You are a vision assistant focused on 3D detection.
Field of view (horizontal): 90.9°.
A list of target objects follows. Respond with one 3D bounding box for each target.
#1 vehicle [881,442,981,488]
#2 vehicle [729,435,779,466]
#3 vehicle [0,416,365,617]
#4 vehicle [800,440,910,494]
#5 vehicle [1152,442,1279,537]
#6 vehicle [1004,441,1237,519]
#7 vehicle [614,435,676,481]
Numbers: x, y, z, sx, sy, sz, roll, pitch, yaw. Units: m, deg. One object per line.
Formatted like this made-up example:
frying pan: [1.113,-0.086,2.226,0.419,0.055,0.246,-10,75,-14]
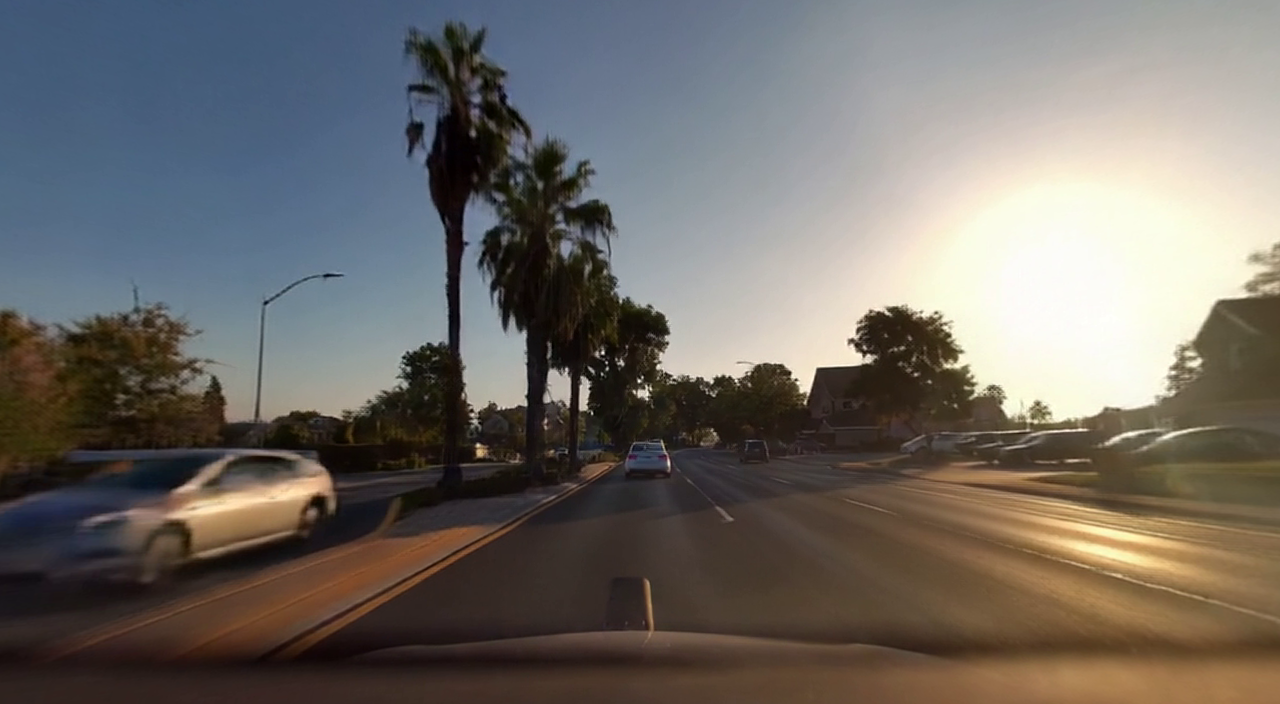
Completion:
vehicle: [11.372,4.406,25.025,1.867,1.540,4.708,3,-9,1]
vehicle: [7.868,6.885,44.146,2.436,2.010,5.595,0,-8,0]
vehicle: [-5.351,1.715,7.585,2.033,1.658,4.472,-1,-8,0]
vehicle: [6.526,3.503,19.688,1.897,1.477,4.360,0,-8,0]
vehicle: [10.970,2.221,10.090,1.854,1.477,4.525,2,-8,1]
vehicle: [11.136,2.954,15.169,1.978,1.551,4.560,0,-9,0]
vehicle: [0.172,4.222,25.371,2.289,1.679,4.180,0,-8,-1]
